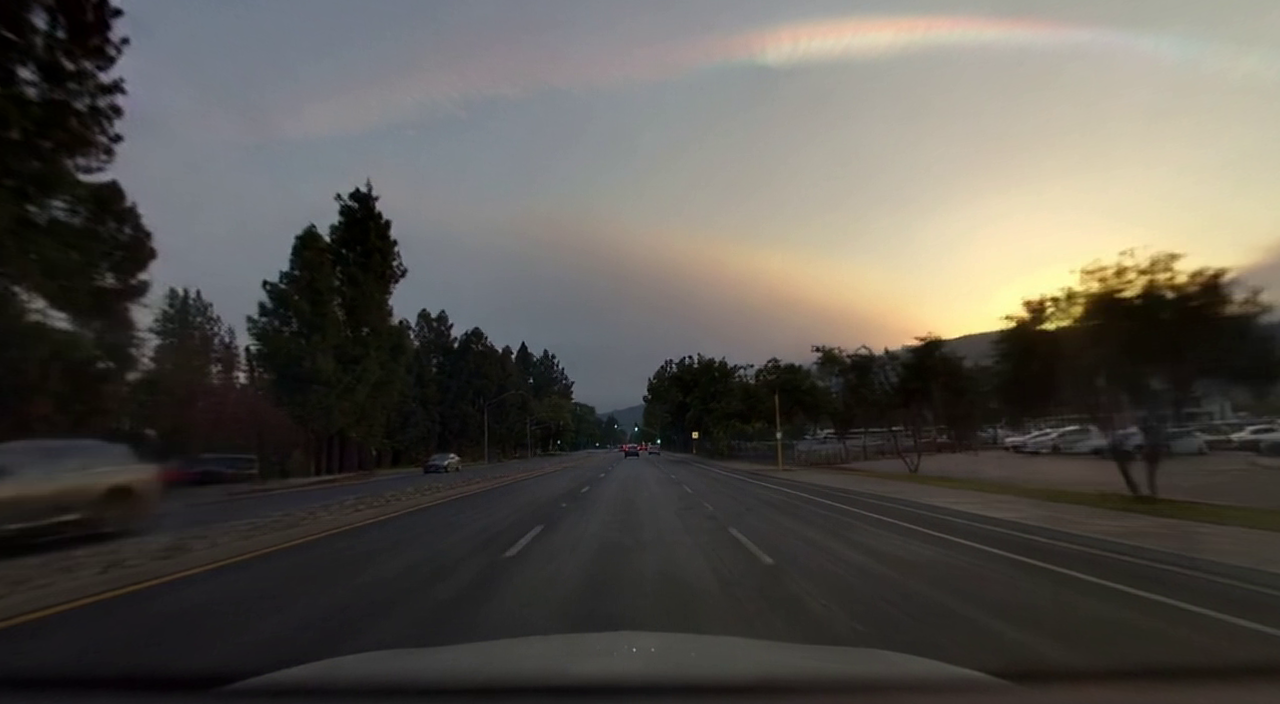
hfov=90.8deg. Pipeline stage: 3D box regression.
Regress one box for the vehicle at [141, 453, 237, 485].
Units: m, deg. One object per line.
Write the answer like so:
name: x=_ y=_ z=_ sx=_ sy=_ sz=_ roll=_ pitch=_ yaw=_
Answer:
vehicle: x=-24.550 y=6.382 z=34.503 sx=3.658 sy=1.605 sz=1.985 roll=-1 pitch=-9 yaw=0

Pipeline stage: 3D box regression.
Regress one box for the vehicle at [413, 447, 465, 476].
vehicle: x=-14.749 y=8.068 z=46.728 sx=2.055 sy=1.742 sz=5.503 roll=-4 pitch=-7 yaw=0

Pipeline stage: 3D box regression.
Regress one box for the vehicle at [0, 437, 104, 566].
vehicle: x=-9.717 y=1.900 z=7.764 sx=2.365 sy=1.697 sz=4.391 roll=0 pitch=-9 yaw=0
